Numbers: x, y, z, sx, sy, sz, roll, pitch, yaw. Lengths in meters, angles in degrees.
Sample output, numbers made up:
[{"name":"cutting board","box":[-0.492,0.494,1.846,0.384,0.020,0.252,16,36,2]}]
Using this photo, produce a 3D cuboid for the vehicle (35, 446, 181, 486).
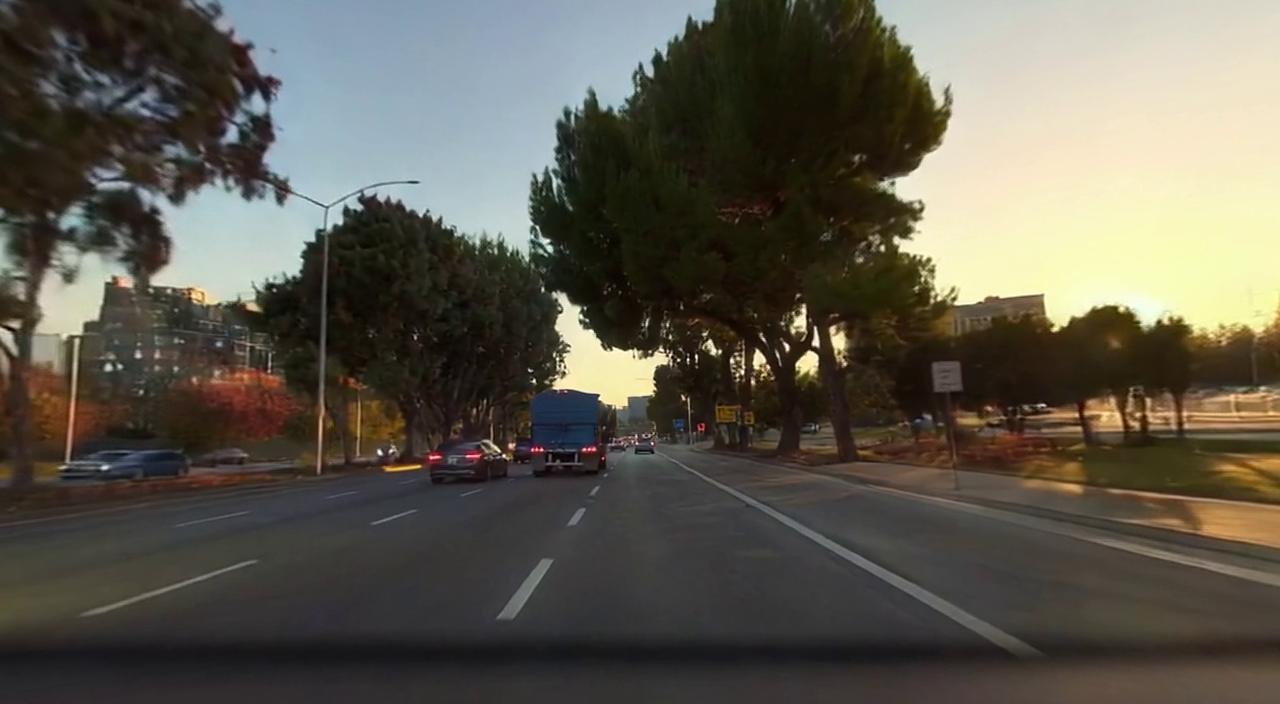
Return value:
[{"name":"vehicle","box":[-21.815,4.642,26.079,1.887,1.488,4.759,0,-8,0]}]

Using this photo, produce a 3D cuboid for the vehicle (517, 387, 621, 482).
[{"name":"vehicle","box":[-2.374,3.145,23.584,2.993,3.051,6.692,0,-8,1]}]

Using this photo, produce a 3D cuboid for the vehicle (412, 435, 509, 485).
[{"name":"vehicle","box":[-5.832,3.549,20.995,2.023,1.483,4.143,0,-8,0]}]
